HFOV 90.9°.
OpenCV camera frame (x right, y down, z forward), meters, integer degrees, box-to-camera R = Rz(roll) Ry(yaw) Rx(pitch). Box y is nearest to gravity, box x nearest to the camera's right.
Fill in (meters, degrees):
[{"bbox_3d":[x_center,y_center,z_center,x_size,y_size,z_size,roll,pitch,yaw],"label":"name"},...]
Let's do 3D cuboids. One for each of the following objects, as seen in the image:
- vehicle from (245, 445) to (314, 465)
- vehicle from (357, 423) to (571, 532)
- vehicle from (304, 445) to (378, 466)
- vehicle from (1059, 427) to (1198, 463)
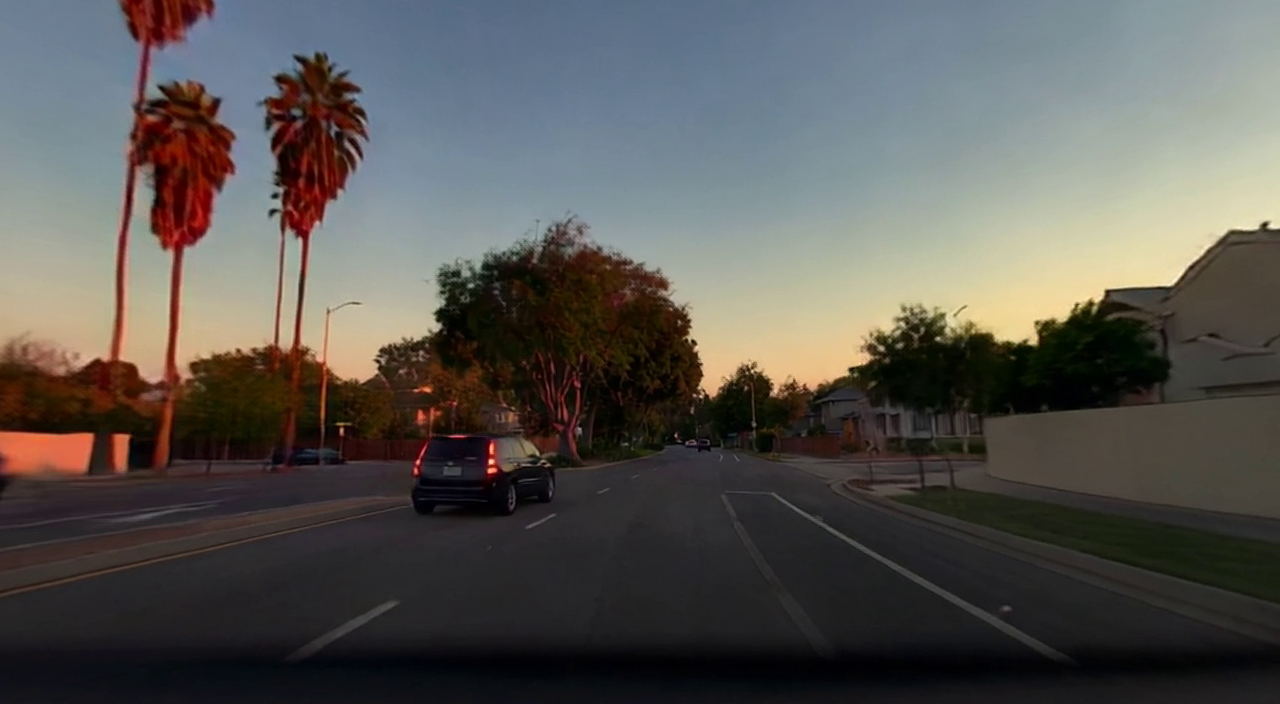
[{"bbox_3d":[-28.222,8.020,49.359,4.447,1.484,1.845,-1,-8,10],"label":"vehicle"},{"bbox_3d":[-2.749,2.107,11.255,2.075,1.498,4.730,-1,-8,5],"label":"vehicle"},{"bbox_3d":[-22.681,7.831,47.877,4.776,1.491,1.991,-2,-8,11],"label":"vehicle"},{"bbox_3d":[20.985,4.026,27.343,4.318,1.451,1.915,-4,-9,23],"label":"vehicle"}]
